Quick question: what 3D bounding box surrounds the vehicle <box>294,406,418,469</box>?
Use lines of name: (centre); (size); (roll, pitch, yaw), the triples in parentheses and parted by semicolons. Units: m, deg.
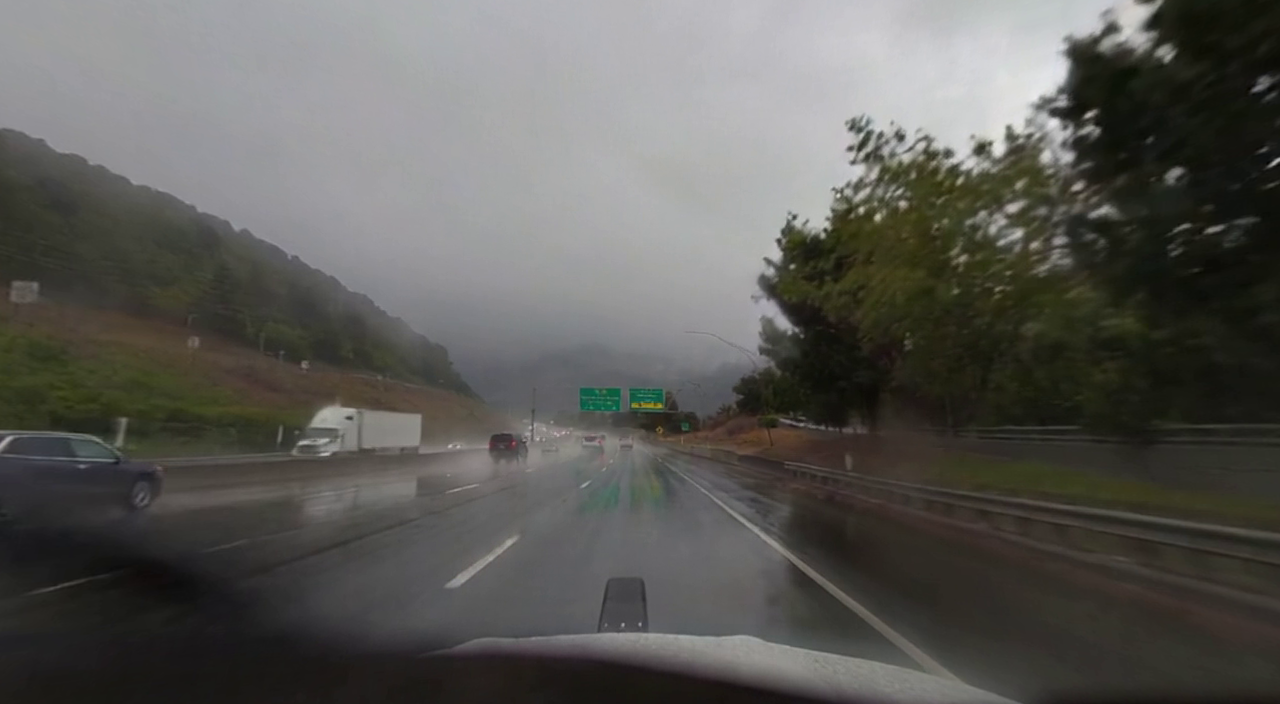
vehicle: (-18.216, 5.739, 41.584); (3.018, 3.568, 11.385); (0, -9, -1)

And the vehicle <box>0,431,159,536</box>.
vehicle: (-11.003, 2.199, 10.689); (2.001, 1.625, 4.528); (0, -9, 0)

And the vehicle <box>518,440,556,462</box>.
vehicle: (-7.560, 7.339, 46.563); (2.113, 1.507, 4.450); (0, -9, 0)
